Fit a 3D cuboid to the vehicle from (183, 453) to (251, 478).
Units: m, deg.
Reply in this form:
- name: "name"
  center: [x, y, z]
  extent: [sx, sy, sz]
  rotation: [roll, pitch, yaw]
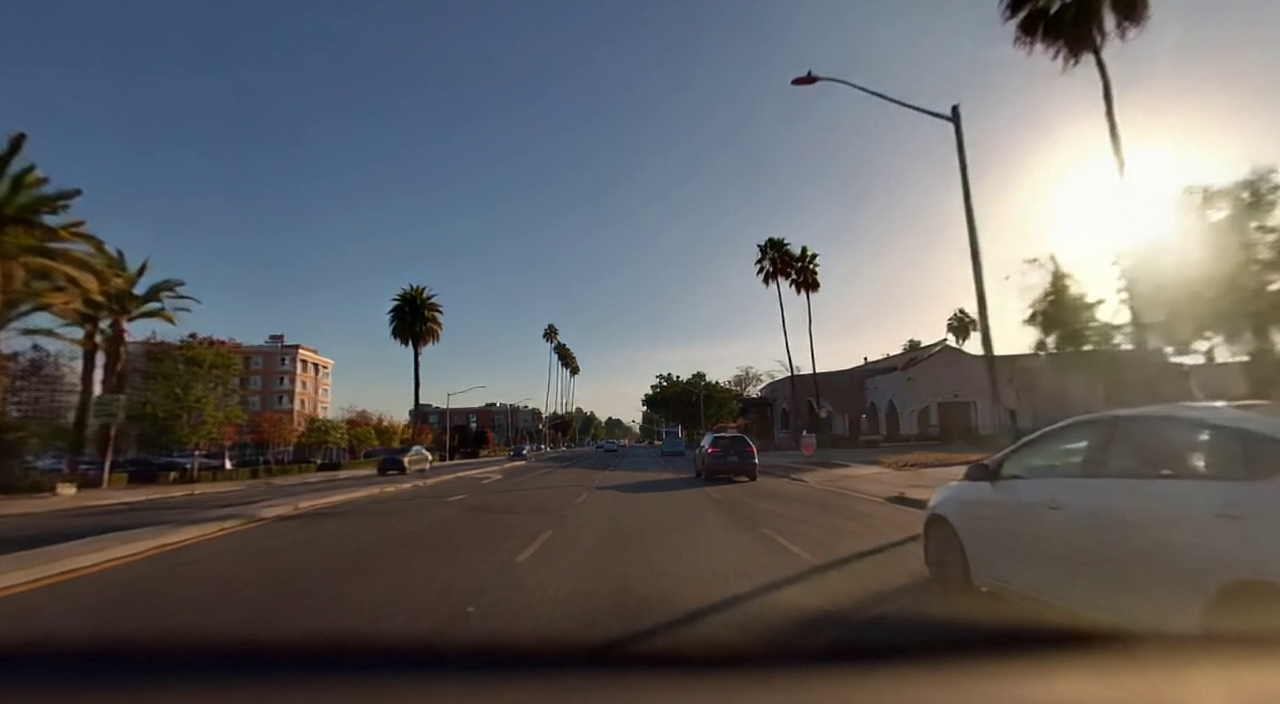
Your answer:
- name: "vehicle"
  center: [-30.232, 8.089, 45.120]
  extent: [1.871, 1.534, 4.524]
  rotation: [0, -8, -2]

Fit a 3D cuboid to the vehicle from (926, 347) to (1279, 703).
- name: "vehicle"
  center: [3.629, 0.957, 3.451]
  extent: [2.084, 1.682, 4.148]
  rotation: [0, -8, -1]

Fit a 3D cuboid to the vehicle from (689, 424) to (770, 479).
- name: "vehicle"
  center: [3.293, 3.789, 24.134]
  extent: [2.244, 1.901, 4.561]
  rotation: [0, -8, -3]

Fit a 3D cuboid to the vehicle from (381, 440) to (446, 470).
- name: "vehicle"
  center: [-15.424, 7.040, 43.277]
  extent: [2.315, 1.911, 5.751]
  rotation: [0, -8, 1]

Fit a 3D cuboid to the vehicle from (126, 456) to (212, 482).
- name: "vehicle"
  center: [-30.009, 7.440, 40.295]
  extent: [1.820, 1.454, 4.709]
  rotation: [0, -8, 0]
